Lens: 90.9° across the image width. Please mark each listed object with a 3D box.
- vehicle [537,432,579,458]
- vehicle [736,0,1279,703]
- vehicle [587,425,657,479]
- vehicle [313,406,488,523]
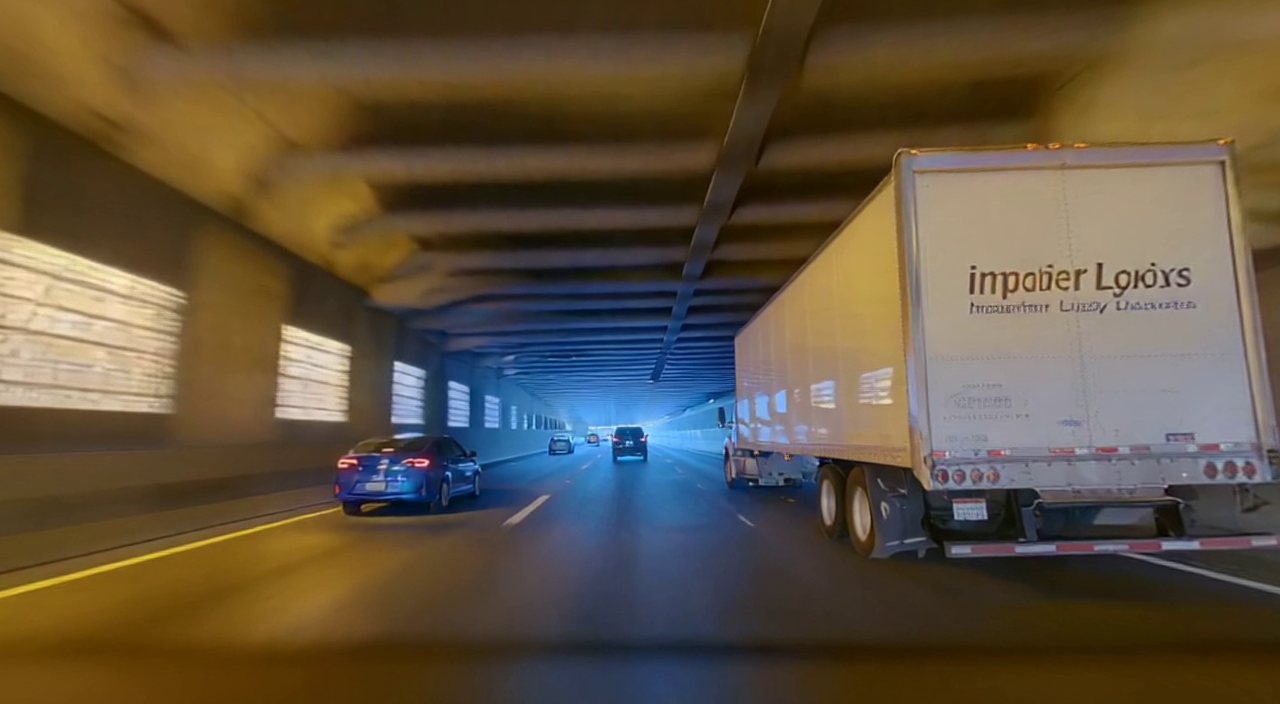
[{"bbox_3d":[-4.797,5.492,37.262,2.019,1.435,4.317,0,-8,-2],"label":"vehicle"},{"bbox_3d":[3.672,0.149,6.490,2.842,4.108,14.081,0,-8,-1],"label":"vehicle"},{"bbox_3d":[-0.576,3.243,20.723,2.094,1.600,3.666,0,-8,-1],"label":"vehicle"},{"bbox_3d":[-3.845,1.833,10.673,1.826,1.695,2.870,0,-8,-1],"label":"vehicle"}]
